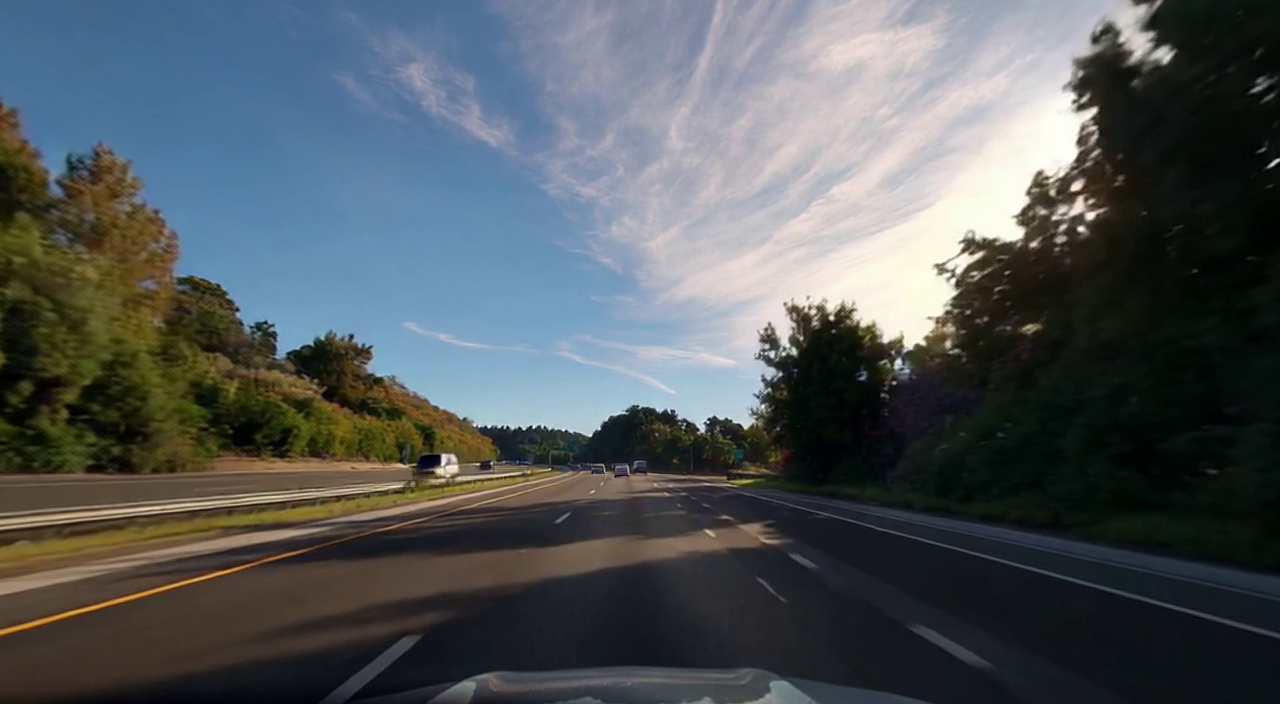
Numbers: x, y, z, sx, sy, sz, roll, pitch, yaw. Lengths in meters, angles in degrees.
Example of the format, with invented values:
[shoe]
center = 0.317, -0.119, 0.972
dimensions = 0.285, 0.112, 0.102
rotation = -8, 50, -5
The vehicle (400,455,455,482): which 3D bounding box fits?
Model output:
[vehicle]
center = -12.844, 7.089, 38.383
dimensions = 1.869, 1.509, 4.350
rotation = 1, -10, -1
